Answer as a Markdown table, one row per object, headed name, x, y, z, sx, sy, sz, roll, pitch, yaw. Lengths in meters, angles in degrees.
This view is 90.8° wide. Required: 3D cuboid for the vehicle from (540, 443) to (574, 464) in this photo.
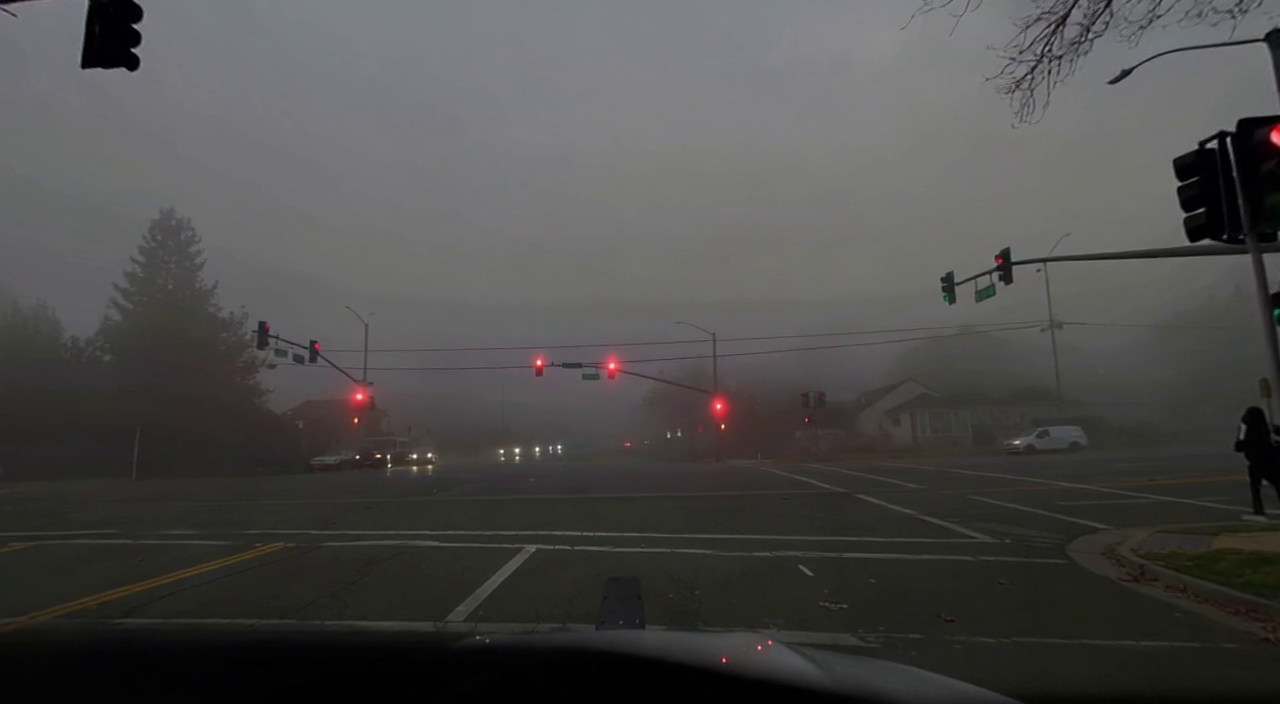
| name | x | y | z | sx | sy | sz | roll | pitch | yaw |
| --- | --- | --- | --- | --- | --- | --- | --- | --- | --- |
| vehicle | -6.129 | 7.520 | 47.049 | 1.936 | 1.444 | 4.168 | 0 | -8 | 0 |
